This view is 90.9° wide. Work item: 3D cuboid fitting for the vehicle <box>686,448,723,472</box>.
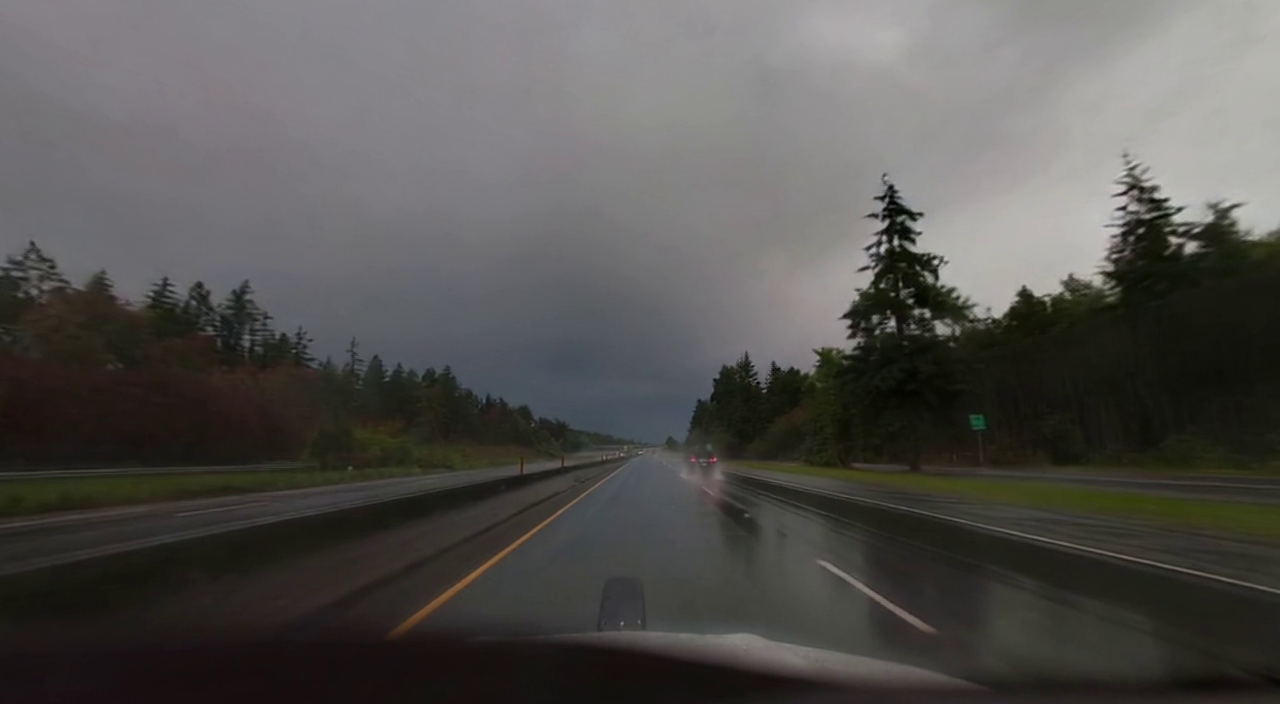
[{"bbox_3d":[4.330,7.333,43.009,1.984,1.481,4.376,0,-9,0],"label":"vehicle"}]
